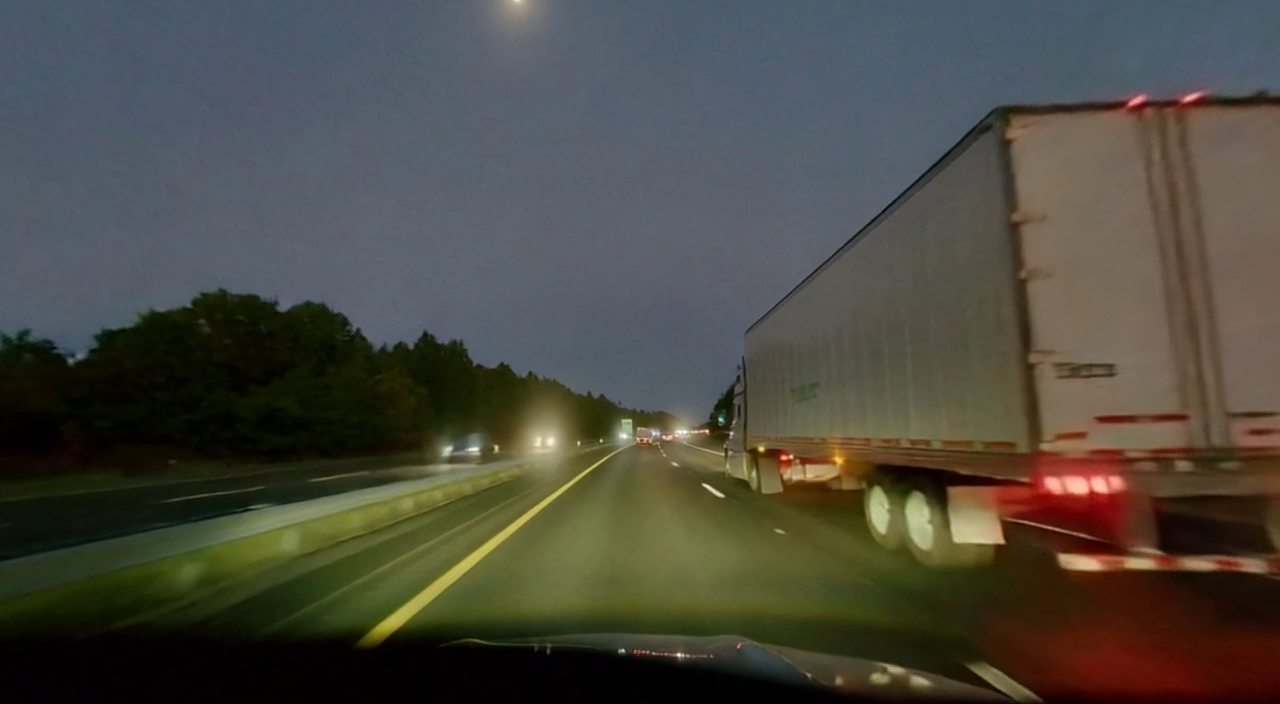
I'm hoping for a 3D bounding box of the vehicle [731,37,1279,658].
[{"bbox_3d":[4.260,0.753,10.989,2.951,4.007,13.976,0,-7,-1],"label":"vehicle"}]
